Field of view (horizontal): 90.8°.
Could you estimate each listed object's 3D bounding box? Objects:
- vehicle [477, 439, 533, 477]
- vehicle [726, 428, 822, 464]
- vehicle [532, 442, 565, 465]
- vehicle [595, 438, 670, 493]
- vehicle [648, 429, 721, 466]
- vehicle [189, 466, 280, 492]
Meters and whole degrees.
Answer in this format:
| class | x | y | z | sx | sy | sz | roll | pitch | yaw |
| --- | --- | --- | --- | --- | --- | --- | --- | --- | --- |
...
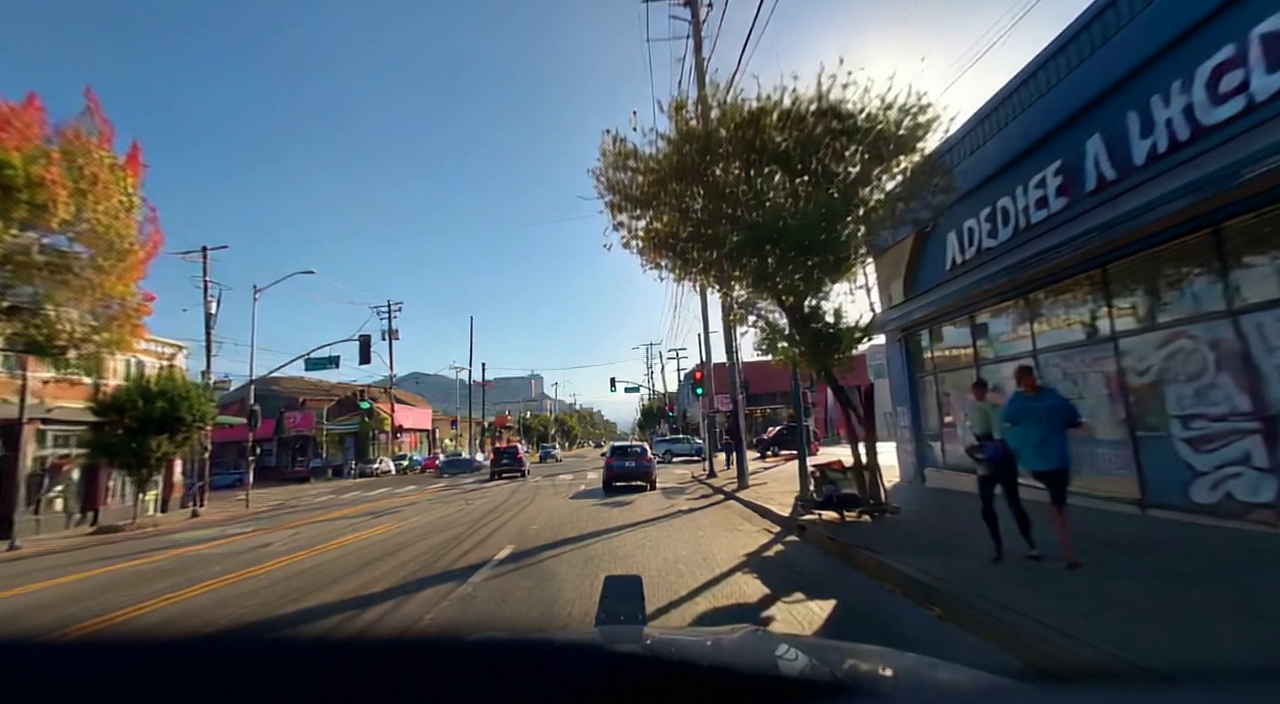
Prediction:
| class | x | y | z | sx | sy | sz | roll | pitch | yaw |
| --- | --- | --- | --- | --- | --- | --- | --- | --- | --- |
| vehicle | -6.722 | 5.323 | 31.920 | 2.063 | 1.751 | 4.229 | 0 | -9 | -2 |
| vehicle | 7.318 | 5.136 | 34.792 | 4.714 | 1.686 | 1.973 | -1 | -6 | -8 |
| vehicle | -6.329 | 7.037 | 44.007 | 2.097 | 1.457 | 4.439 | 0 | -9 | -7 |
| vehicle | -0.263 | 3.463 | 19.652 | 2.059 | 1.497 | 4.260 | 0 | -9 | -1 |
| vehicle | 2.550 | 5.296 | 35.283 | 2.161 | 1.749 | 4.478 | -7 | -8 | 31 |
| vehicle | -26.086 | 8.185 | 40.711 | 4.479 | 1.484 | 2.036 | -1 | -9 | 2 |
